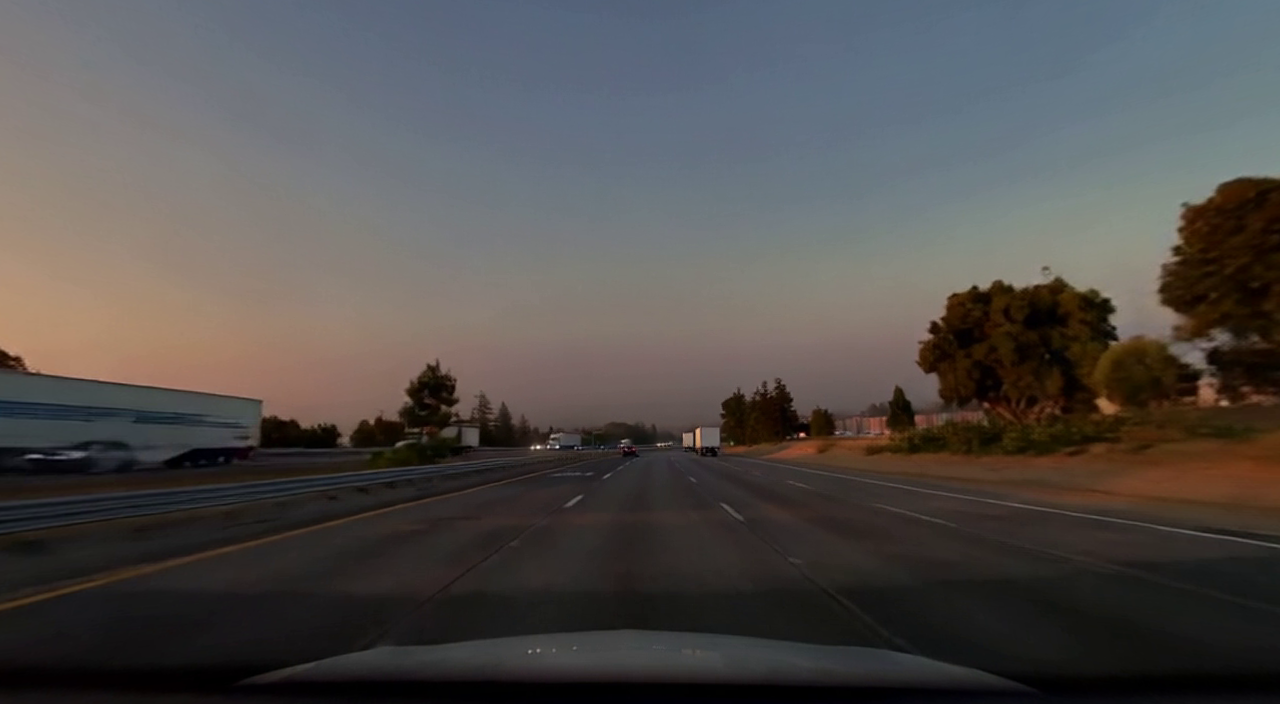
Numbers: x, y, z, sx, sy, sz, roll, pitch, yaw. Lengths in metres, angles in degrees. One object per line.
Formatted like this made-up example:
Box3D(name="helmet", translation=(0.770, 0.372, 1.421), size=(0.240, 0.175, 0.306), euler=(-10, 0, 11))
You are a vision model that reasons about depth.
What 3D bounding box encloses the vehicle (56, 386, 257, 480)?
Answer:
Box3D(name="vehicle", translation=(-24.180, 4.251, 32.486), size=(2.835, 4.106, 9.021), euler=(0, -8, 2))
